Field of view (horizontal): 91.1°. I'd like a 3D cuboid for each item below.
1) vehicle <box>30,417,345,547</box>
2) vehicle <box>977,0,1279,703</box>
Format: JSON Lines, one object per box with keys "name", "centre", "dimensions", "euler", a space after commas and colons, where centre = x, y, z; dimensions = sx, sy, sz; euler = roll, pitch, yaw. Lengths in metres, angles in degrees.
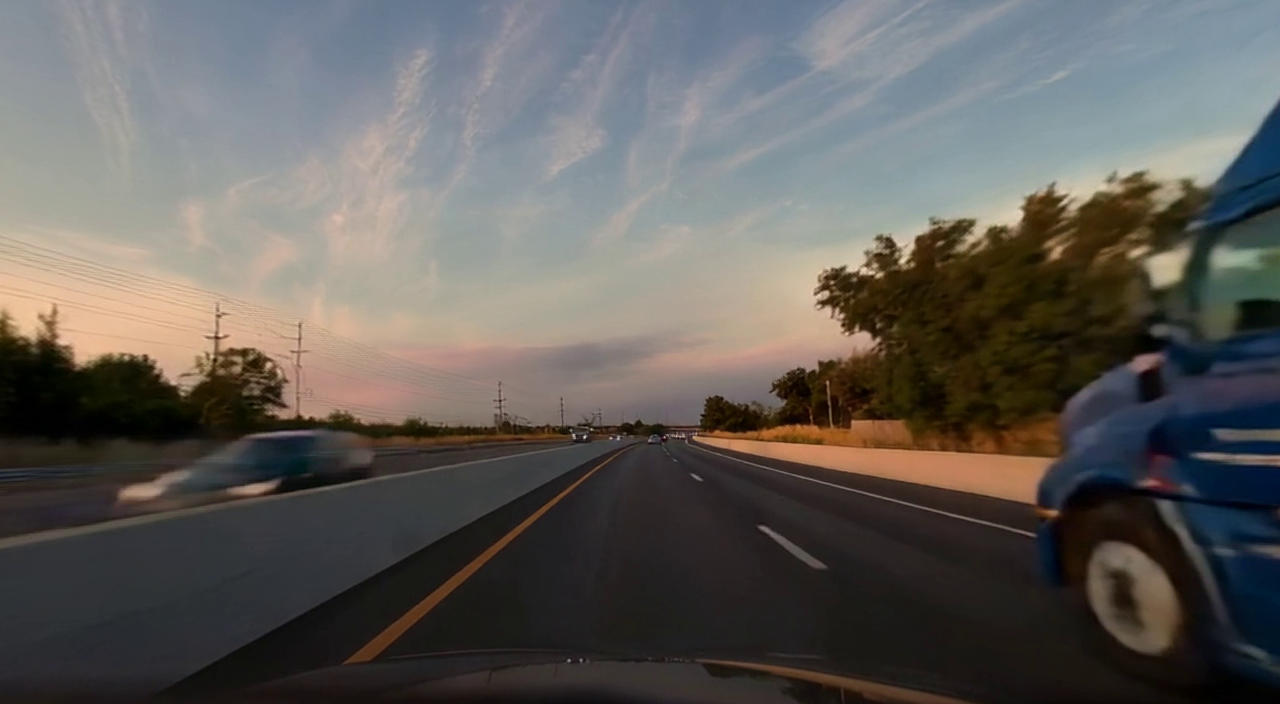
{"name": "vehicle", "centre": [-6.908, 1.988, 10.366], "dimensions": [2.184, 1.670, 4.163], "euler": [0, -8, -3]}
{"name": "vehicle", "centre": [4.110, -0.367, 1.467], "dimensions": [2.979, 4.151, 6.405], "euler": [0, -8, 0]}
